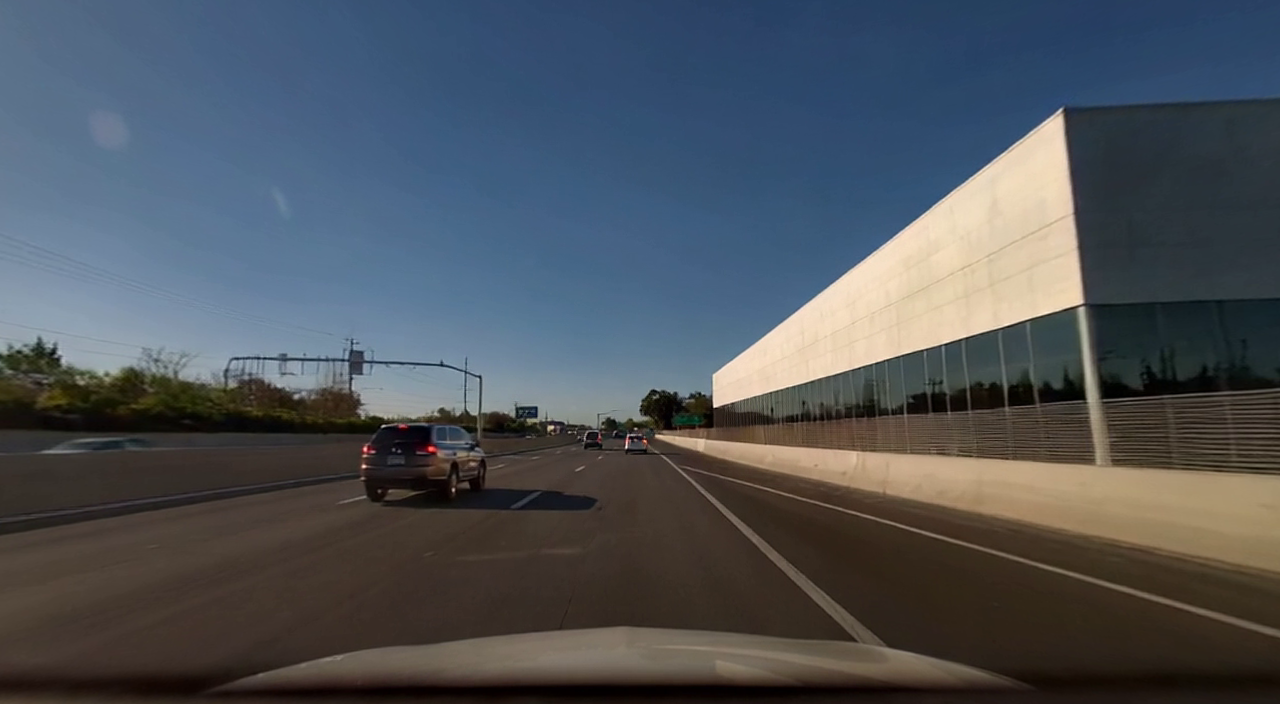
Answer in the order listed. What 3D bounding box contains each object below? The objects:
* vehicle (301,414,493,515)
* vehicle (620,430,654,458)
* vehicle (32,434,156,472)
[{"bbox_3d":[-4.457,2.128,12.442,2.036,1.612,4.510,0,-8,-1],"label":"vehicle"},{"bbox_3d":[-0.207,5.669,38.829,2.036,1.637,4.009,0,-8,-1],"label":"vehicle"},{"bbox_3d":[-23.596,4.360,27.404,1.803,1.491,3.941,0,-8,1],"label":"vehicle"}]
